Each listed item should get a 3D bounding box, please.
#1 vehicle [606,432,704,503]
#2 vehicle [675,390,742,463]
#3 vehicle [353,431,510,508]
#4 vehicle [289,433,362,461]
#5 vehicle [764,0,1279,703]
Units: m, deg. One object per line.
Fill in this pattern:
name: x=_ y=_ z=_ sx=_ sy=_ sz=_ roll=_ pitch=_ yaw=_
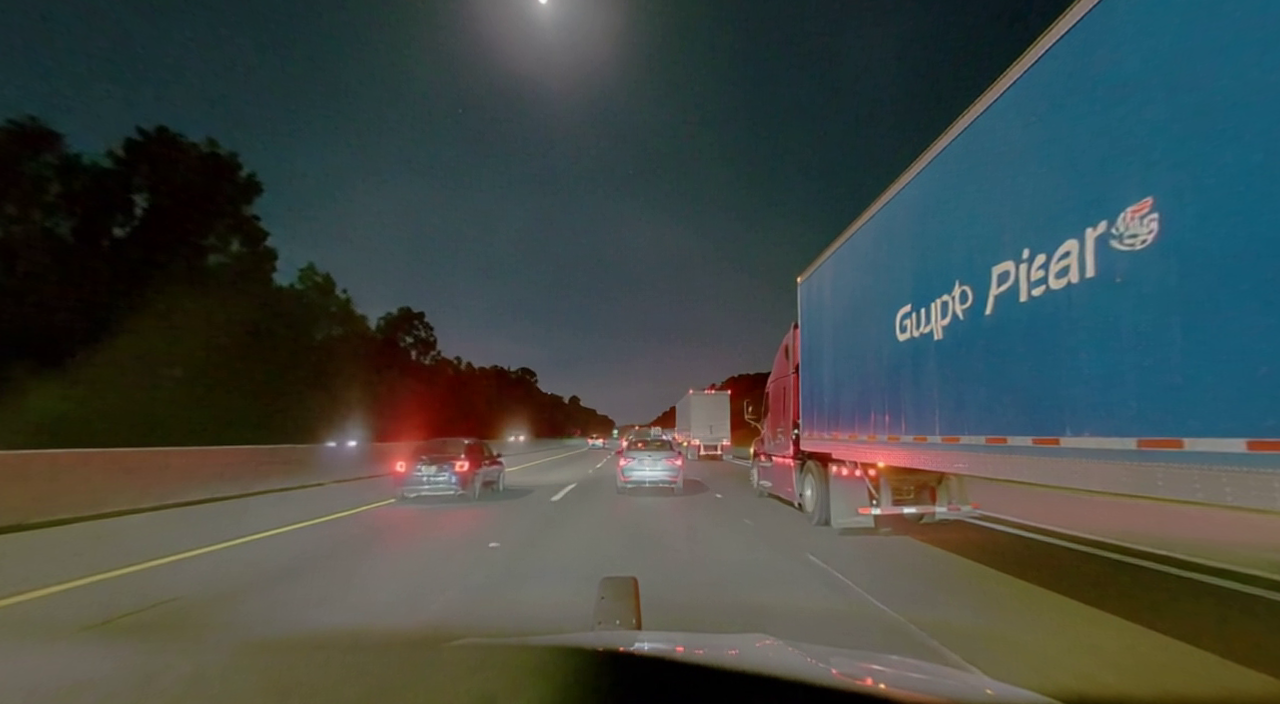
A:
vehicle: x=0.308 y=2.620 z=14.814 sx=2.021 sy=1.435 sz=3.611 roll=0 pitch=-8 yaw=0
vehicle: x=4.212 y=5.092 z=42.130 sx=2.869 sy=4.067 sz=13.731 roll=0 pitch=-8 yaw=0
vehicle: x=-4.445 y=2.548 z=14.283 sx=2.048 sy=1.452 sz=4.430 roll=0 pitch=-8 yaw=0
vehicle: x=-18.035 y=5.424 z=36.374 sx=1.817 sy=1.495 sz=4.331 roll=0 pitch=-8 yaw=2
vehicle: x=4.237 y=0.190 z=6.532 sx=2.816 sy=4.070 sz=14.136 roll=0 pitch=-8 yaw=-1
